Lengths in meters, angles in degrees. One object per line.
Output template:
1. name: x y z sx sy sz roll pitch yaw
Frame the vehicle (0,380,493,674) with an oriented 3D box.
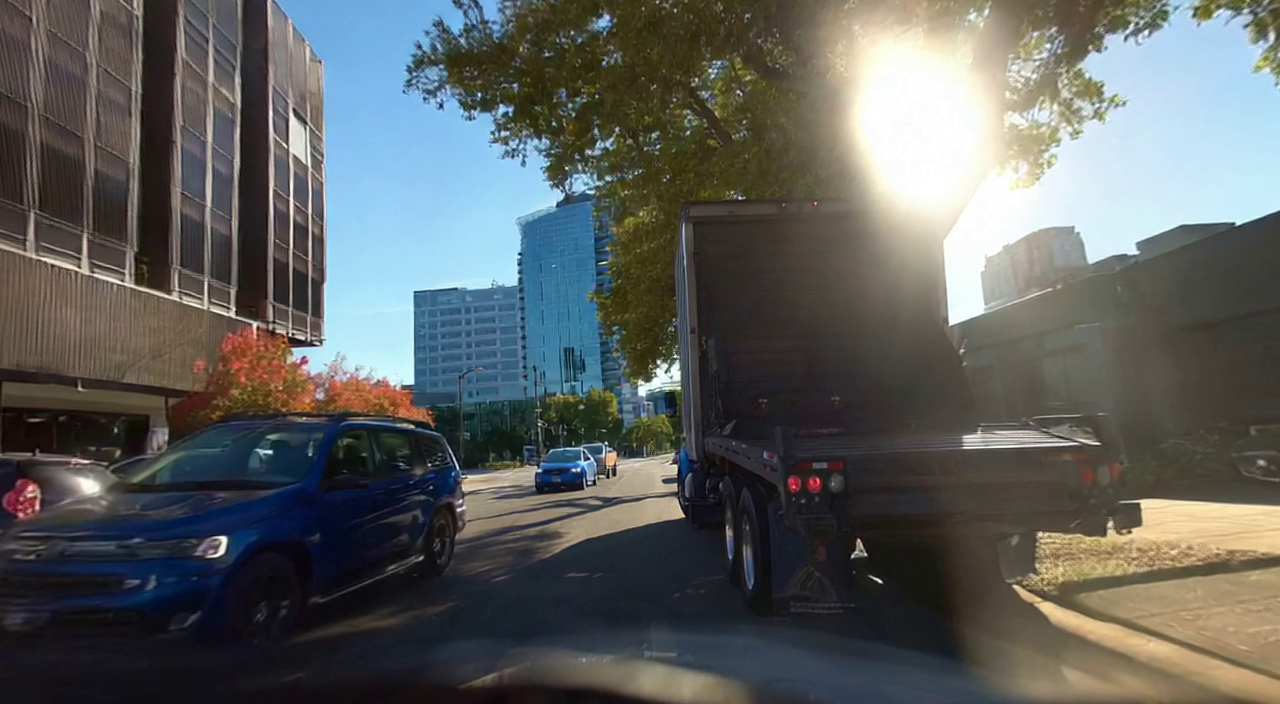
1. vehicle: -3.263 1.427 6.381 2.223 1.804 4.746 0 -8 2

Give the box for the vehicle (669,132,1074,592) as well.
1. vehicle: 2.526 0.832 11.333 3.320 4.034 11.553 -1 -8 6

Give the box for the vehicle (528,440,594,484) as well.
1. vehicle: -3.037 4.321 25.055 2.183 1.563 4.257 0 -8 -2
